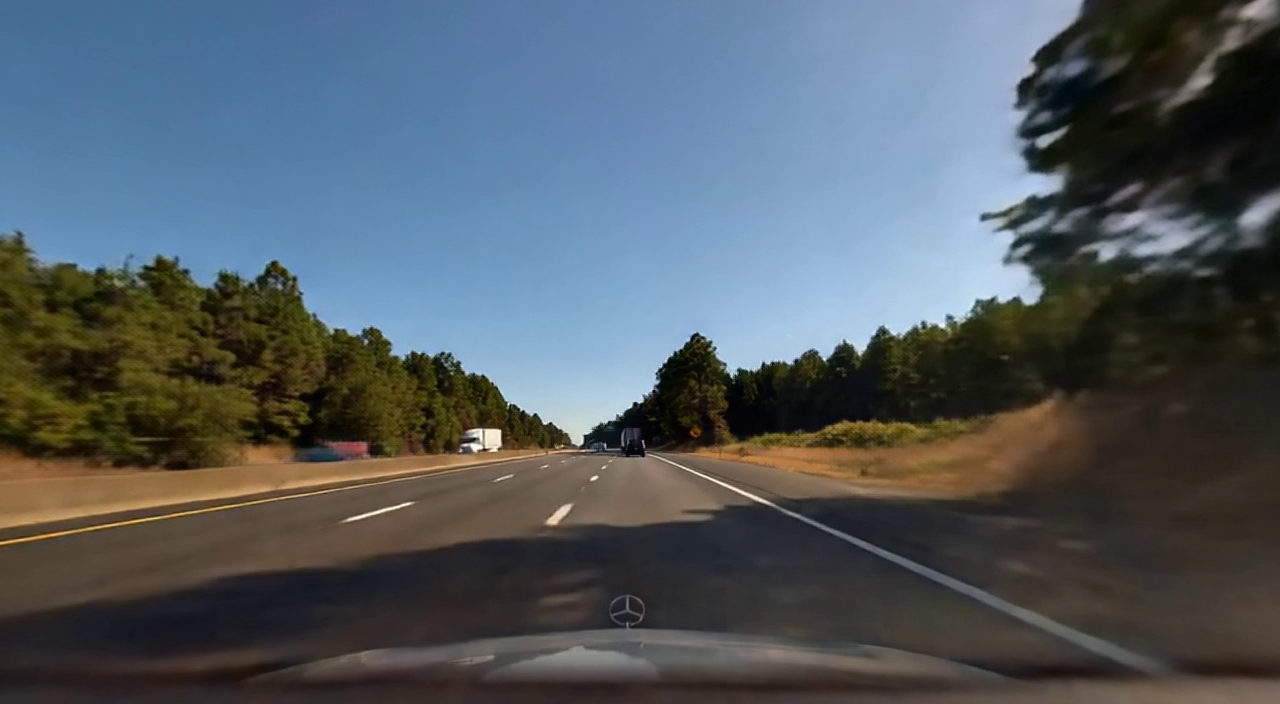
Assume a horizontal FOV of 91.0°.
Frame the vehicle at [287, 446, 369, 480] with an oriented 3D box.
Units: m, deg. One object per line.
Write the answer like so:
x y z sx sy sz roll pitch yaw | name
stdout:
-14.531 5.148 29.525 1.852 1.454 3.973 0 -8 -1 | vehicle
